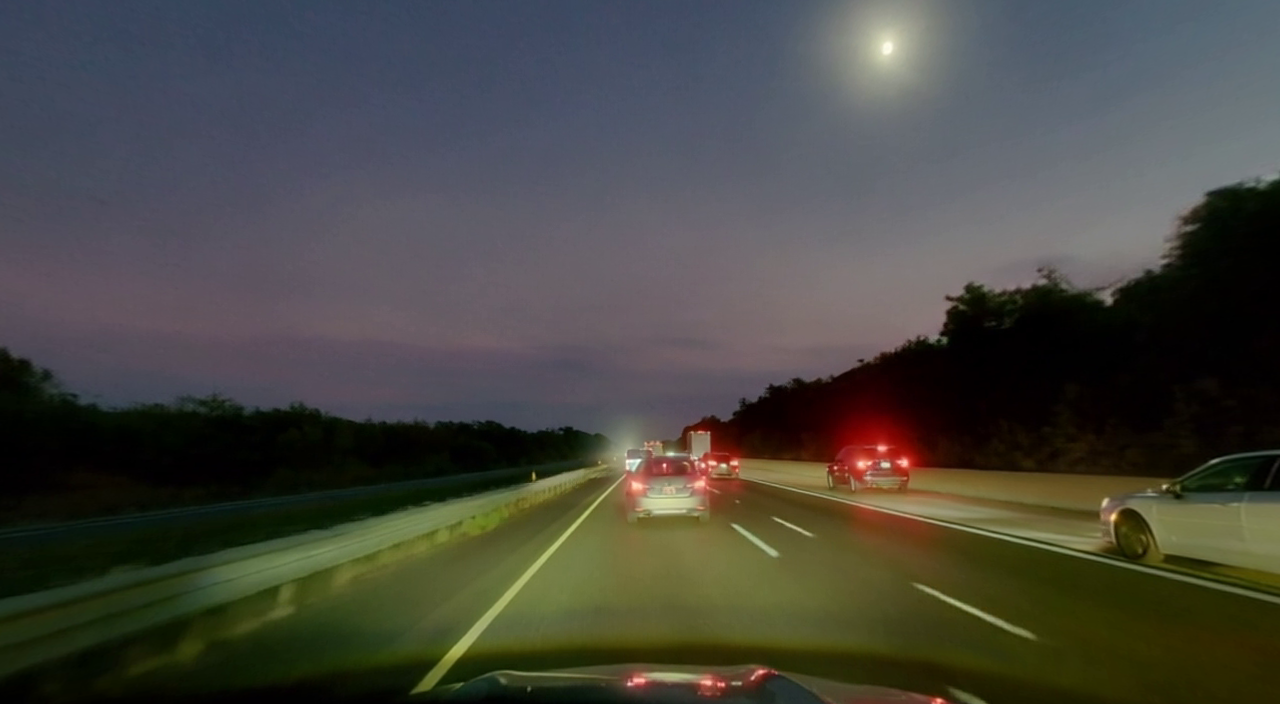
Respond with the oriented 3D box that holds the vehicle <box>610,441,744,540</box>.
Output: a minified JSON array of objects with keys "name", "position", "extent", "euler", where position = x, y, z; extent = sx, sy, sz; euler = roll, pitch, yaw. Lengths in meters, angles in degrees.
[{"name":"vehicle","position":[0.572,2.445,11.679],"extent":[2.076,1.485,3.774],"euler":[0,-9,0]}]

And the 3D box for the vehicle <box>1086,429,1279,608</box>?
[{"name":"vehicle","position":[6.355,1.418,5.455],"extent":[1.965,1.484,4.090],"euler":[0,-9,0]}]

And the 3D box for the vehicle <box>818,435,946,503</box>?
[{"name":"vehicle","position":[6.806,3.330,18.308],"extent":[1.980,1.702,4.235],"euler":[0,-9,0]}]
